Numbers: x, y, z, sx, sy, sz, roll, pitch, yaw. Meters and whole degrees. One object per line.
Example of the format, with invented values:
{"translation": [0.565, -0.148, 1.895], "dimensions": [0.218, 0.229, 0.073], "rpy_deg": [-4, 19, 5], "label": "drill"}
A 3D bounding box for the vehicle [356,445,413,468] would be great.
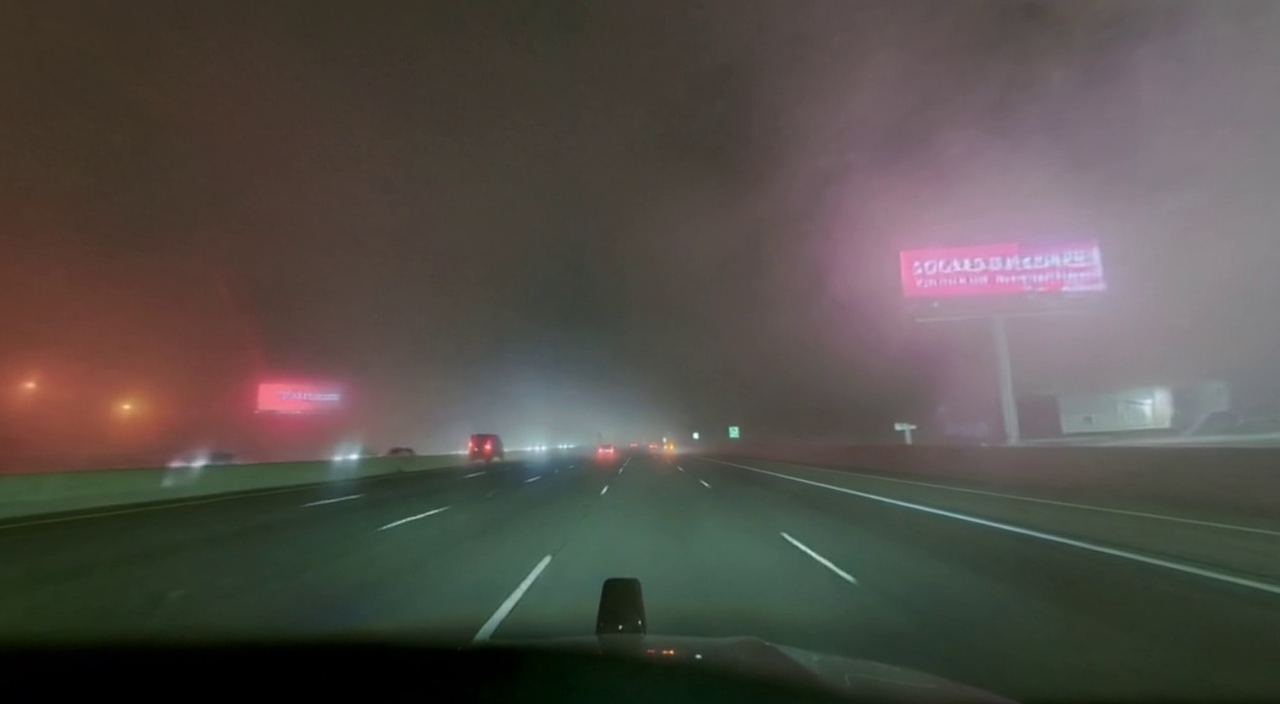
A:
{"translation": [-18.711, 7.682, 46.191], "dimensions": [1.988, 1.572, 4.923], "rpy_deg": [0, -9, 1], "label": "vehicle"}

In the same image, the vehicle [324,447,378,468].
{"translation": [-22.055, 8.024, 48.114], "dimensions": [2.021, 1.518, 4.362], "rpy_deg": [0, -9, 1], "label": "vehicle"}

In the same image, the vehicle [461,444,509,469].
{"translation": [-10.063, 6.767, 41.036], "dimensions": [1.974, 1.513, 4.584], "rpy_deg": [0, -9, 0], "label": "vehicle"}

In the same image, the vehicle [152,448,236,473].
{"translation": [-29.167, 7.073, 41.275], "dimensions": [1.888, 1.509, 4.905], "rpy_deg": [0, -9, 1], "label": "vehicle"}
